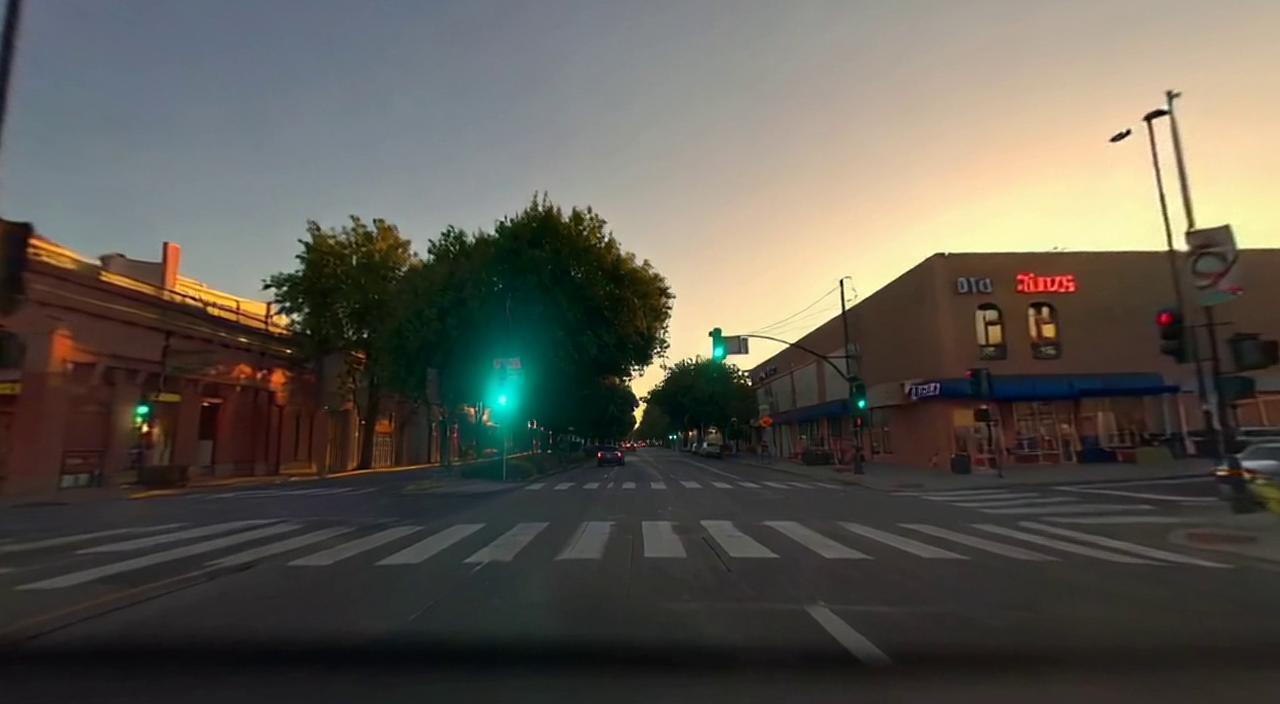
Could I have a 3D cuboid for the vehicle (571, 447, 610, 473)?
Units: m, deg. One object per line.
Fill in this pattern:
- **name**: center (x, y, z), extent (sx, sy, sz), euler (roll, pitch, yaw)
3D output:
- **vehicle**: center (-2.978, 6.600, 38.784), extent (2.078, 1.471, 4.217), euler (0, -9, 0)
